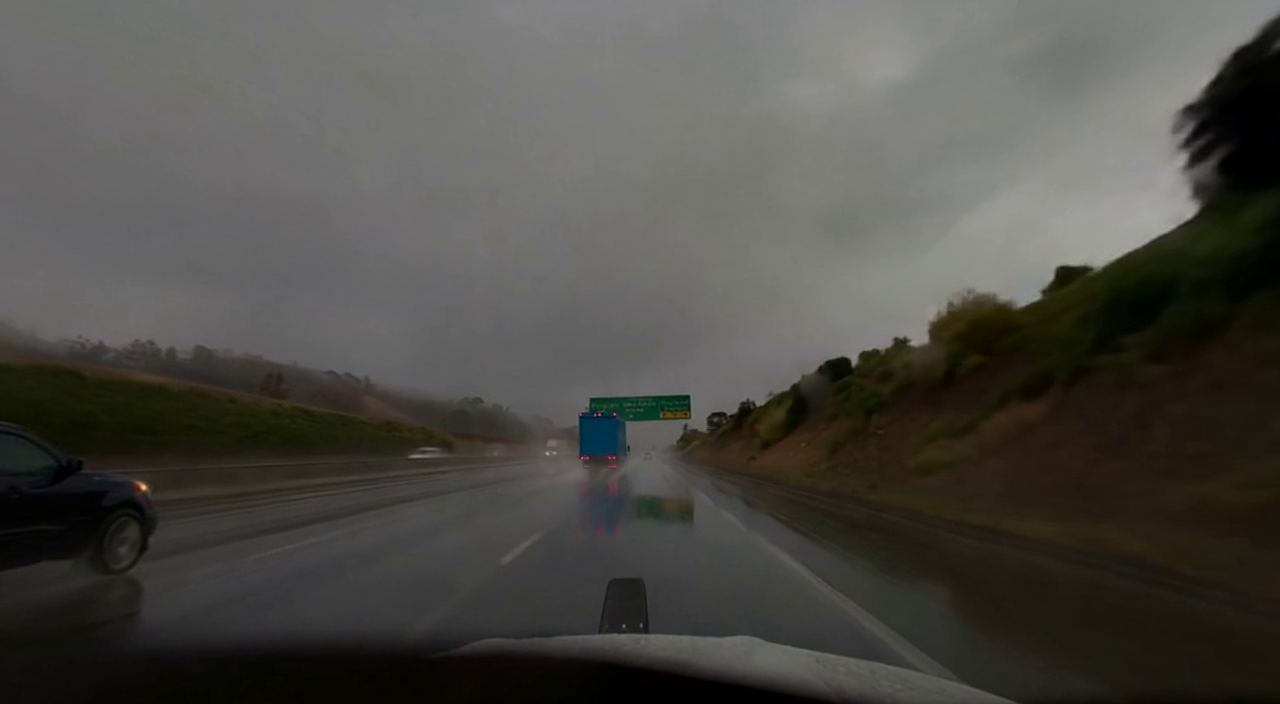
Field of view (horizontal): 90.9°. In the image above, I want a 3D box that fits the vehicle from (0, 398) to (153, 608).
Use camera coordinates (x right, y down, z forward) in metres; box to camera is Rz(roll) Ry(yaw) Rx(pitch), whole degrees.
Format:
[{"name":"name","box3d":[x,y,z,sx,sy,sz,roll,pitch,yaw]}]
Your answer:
[{"name":"vehicle","box3d":[-6.834,1.209,4.684,2.175,1.860,5.236,0,-8,1]}]
